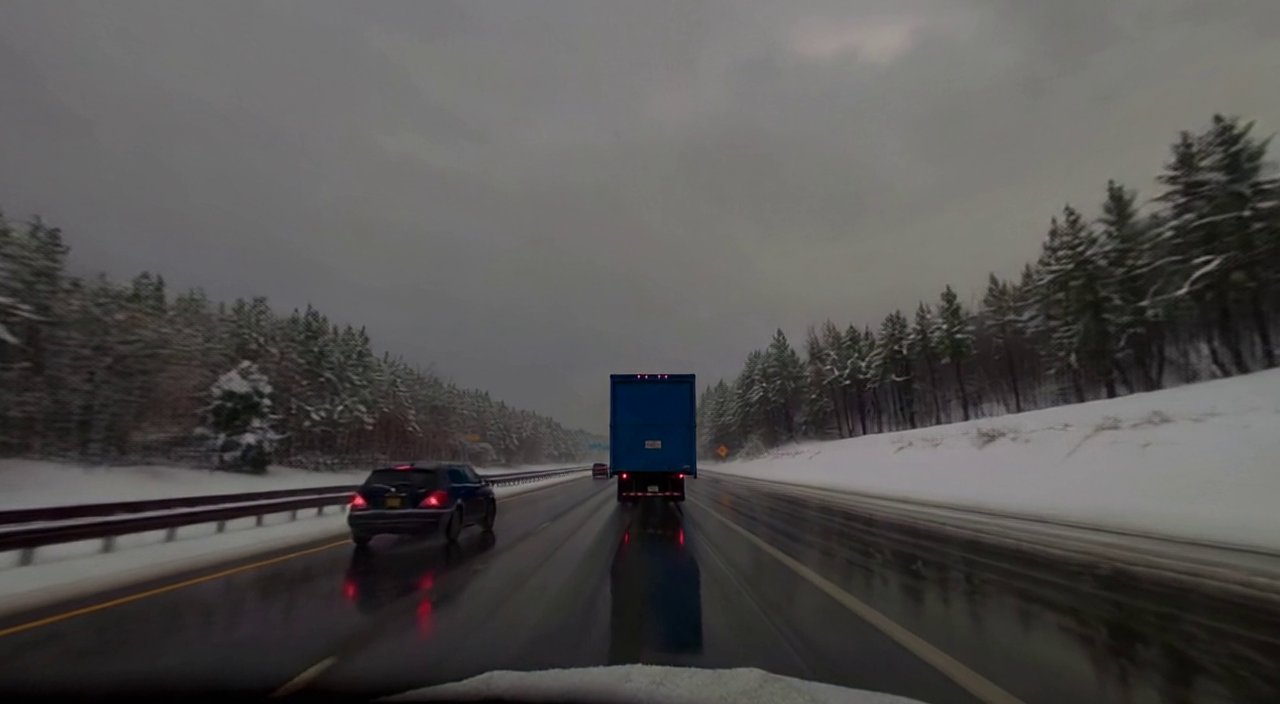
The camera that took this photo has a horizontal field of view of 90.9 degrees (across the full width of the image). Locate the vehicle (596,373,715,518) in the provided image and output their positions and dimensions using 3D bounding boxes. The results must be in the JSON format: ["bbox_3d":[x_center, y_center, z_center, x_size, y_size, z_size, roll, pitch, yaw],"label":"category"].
[{"bbox_3d":[0.422,3.224,20.958,3.008,3.678,9.512,1,-10,0],"label":"vehicle"}]

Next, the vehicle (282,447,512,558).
[{"bbox_3d":[-3.880,2.534,11.214,2.079,1.506,4.821,0,-10,1],"label":"vehicle"}]
